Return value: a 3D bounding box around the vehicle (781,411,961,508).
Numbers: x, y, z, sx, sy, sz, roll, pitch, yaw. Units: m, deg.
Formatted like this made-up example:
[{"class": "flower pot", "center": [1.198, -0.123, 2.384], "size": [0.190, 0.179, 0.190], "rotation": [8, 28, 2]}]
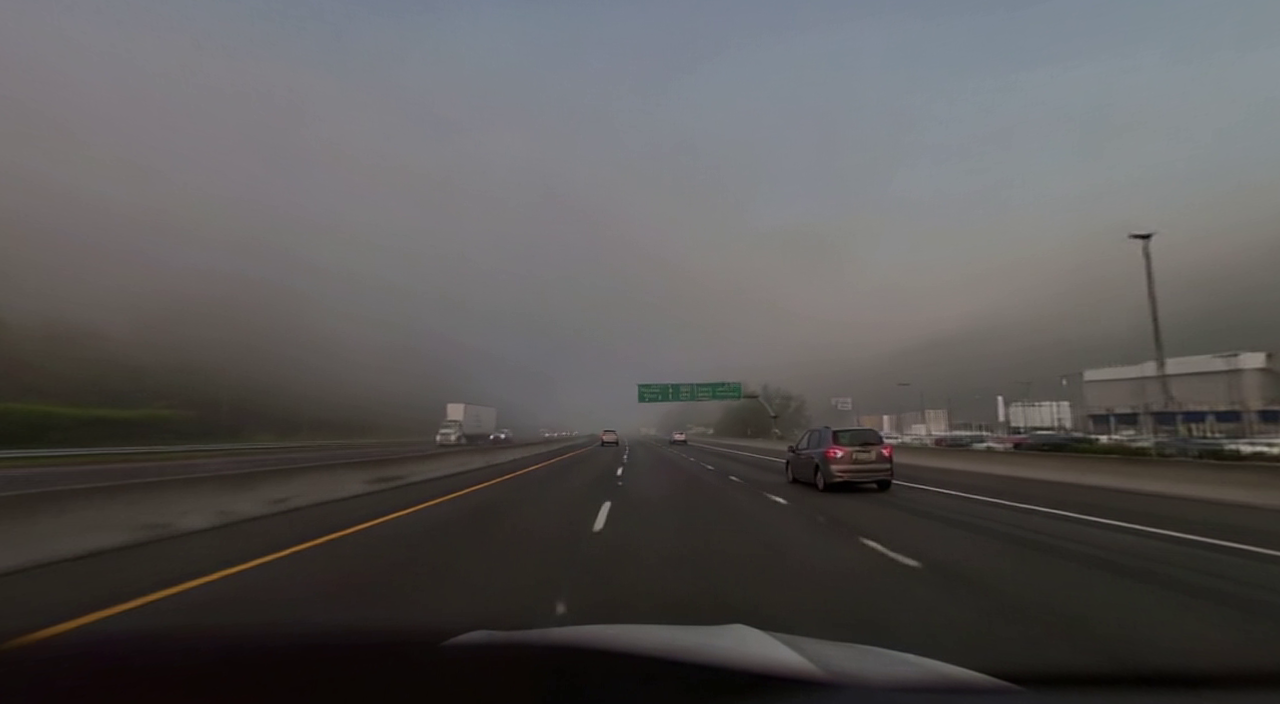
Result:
[{"class": "vehicle", "center": [4.423, 2.127, 12.894], "size": [2.022, 1.637, 4.229], "rotation": [0, -8, -1]}]
